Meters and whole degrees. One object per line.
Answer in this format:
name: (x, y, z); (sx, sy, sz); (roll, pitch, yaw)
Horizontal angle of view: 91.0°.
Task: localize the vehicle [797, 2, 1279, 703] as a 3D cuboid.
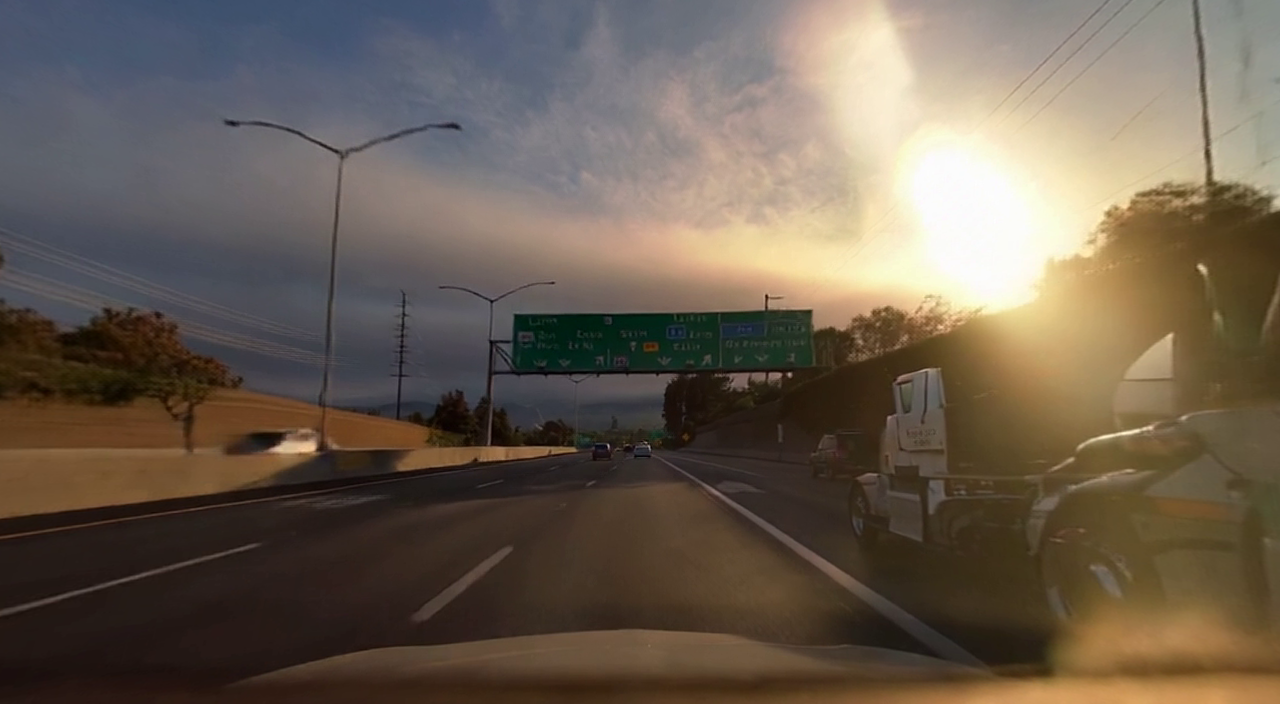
vehicle: (4.074, 0.407, 7.104); (3.042, 4.037, 7.253); (0, -9, 3)
